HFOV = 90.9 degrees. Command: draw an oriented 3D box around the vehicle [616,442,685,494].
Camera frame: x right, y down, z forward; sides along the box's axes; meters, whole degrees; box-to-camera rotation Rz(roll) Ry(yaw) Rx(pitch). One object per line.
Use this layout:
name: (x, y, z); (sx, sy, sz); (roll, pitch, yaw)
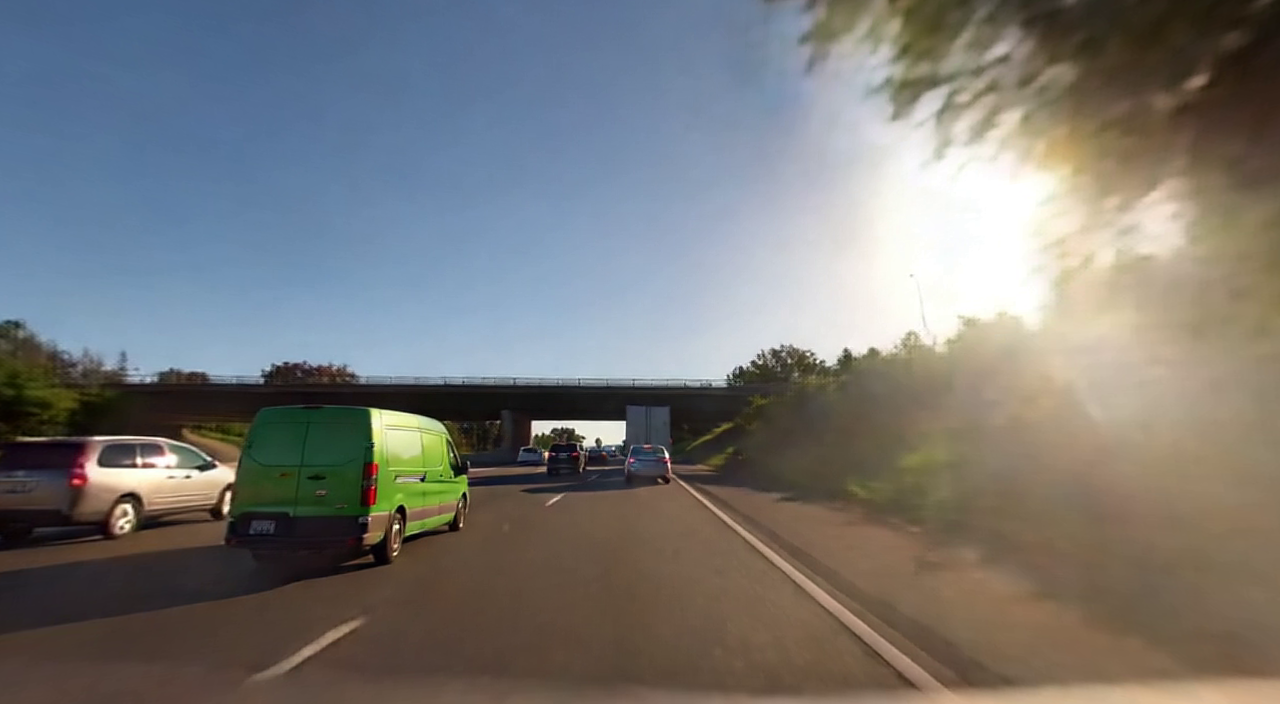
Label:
vehicle: (0.289, 3.633, 19.972); (1.991, 1.507, 3.391); (0, -9, 0)

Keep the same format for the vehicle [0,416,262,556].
vehicle: (-8.294, 1.961, 9.814); (2.093, 1.675, 4.233); (0, -9, 1)

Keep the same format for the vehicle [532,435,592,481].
vehicle: (-3.389, 4.716, 28.190); (2.068, 1.862, 4.234); (0, -9, 1)

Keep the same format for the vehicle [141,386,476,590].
vehicle: (-3.586, 1.565, 7.883); (1.951, 1.882, 3.979); (0, -9, 0)
